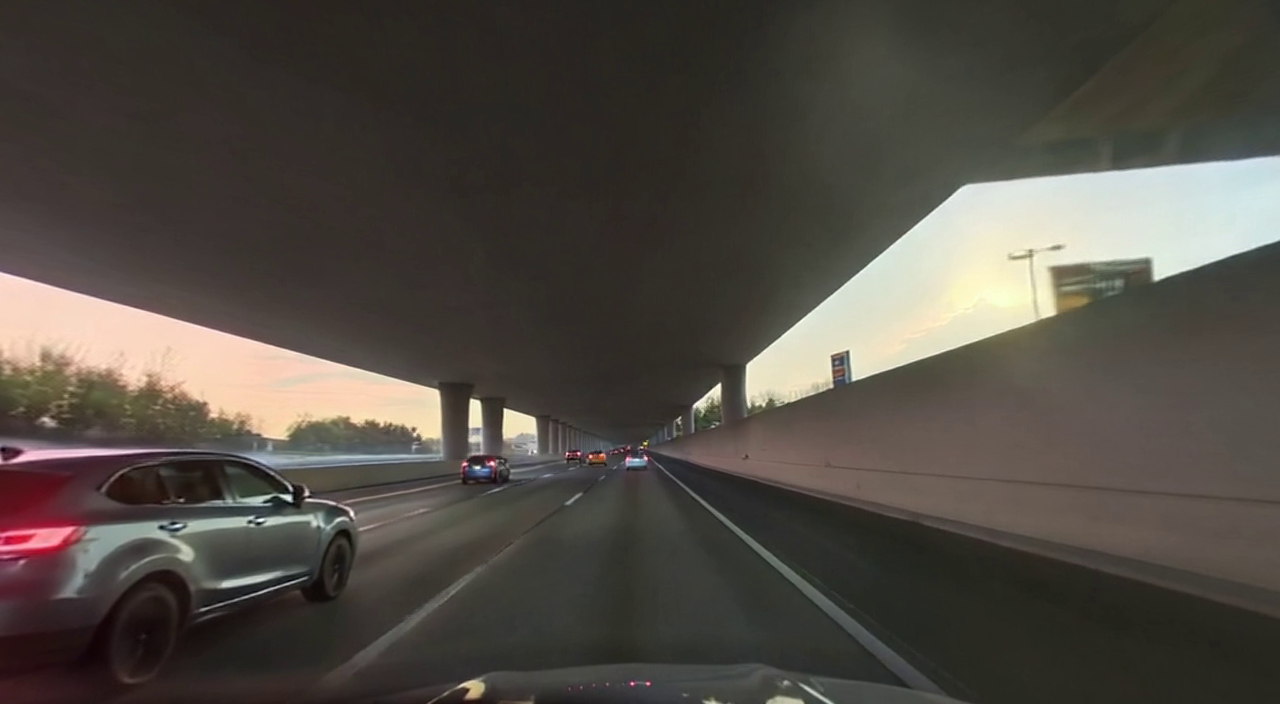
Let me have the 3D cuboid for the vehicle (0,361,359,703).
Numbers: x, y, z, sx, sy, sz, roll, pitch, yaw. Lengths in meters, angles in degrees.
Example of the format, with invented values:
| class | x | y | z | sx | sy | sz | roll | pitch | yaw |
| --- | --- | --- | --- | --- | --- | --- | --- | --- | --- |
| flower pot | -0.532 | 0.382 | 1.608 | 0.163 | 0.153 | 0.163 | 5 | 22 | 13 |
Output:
| class | x | y | z | sx | sy | sz | roll | pitch | yaw |
| --- | --- | --- | --- | --- | --- | --- | --- | --- | --- |
| vehicle | -3.792 | 1.081 | 3.808 | 2.059 | 1.725 | 4.521 | 0 | -9 | 0 |

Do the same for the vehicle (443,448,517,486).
| class | x | y | z | sx | sy | sz | roll | pitch | yaw |
| --- | --- | --- | --- | --- | --- | --- | --- | --- | --- |
| vehicle | -7.203 | 5.215 | 28.921 | 1.998 | 1.542 | 4.953 | 0 | -9 | 1 |
